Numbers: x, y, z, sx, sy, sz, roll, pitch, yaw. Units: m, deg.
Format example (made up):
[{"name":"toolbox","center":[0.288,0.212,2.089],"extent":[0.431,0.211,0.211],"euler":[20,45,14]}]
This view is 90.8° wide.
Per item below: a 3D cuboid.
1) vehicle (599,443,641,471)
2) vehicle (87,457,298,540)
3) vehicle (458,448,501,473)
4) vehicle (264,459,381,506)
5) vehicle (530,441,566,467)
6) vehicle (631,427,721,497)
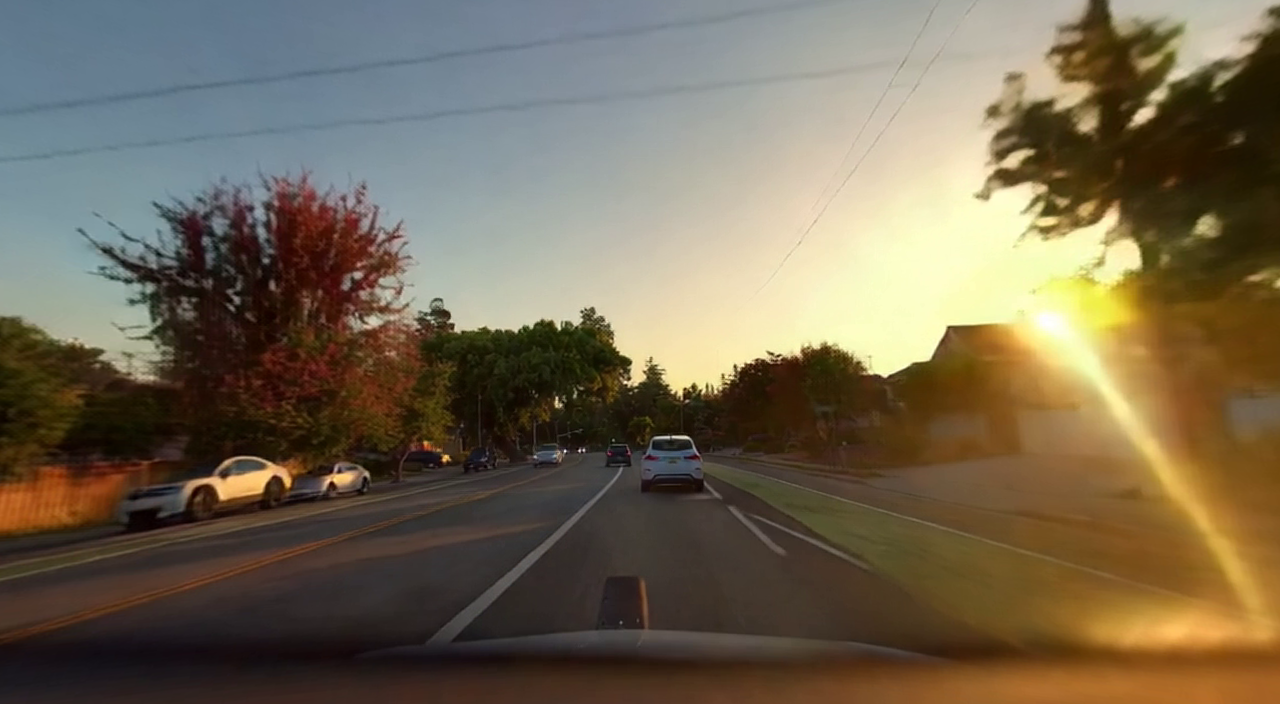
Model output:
[{"name":"vehicle","center":[-1.166,5.793,35.072],"extent":[2.196,1.449,4.006],"euler":[0,-9,-4]},{"name":"vehicle","center":[-11.884,3.847,17.368],"extent":[2.150,1.644,5.120],"euler":[-6,-9,-1]},{"name":"vehicle","center":[-11.925,8.070,47.247],"extent":[2.188,1.813,4.478],"euler":[0,-9,-2]},{"name":"vehicle","center":[-11.512,4.743,23.305],"extent":[1.831,1.464,4.520],"euler":[0,-9,2]},{"name":"vehicle","center":[-7.193,8.040,49.788],"extent":[2.146,1.912,4.878],"euler":[0,-9,-1]},{"name":"vehicle","center":[0.894,3.155,18.449],"extent":[2.200,1.763,4.676],"euler":[0,-9,-2]}]
